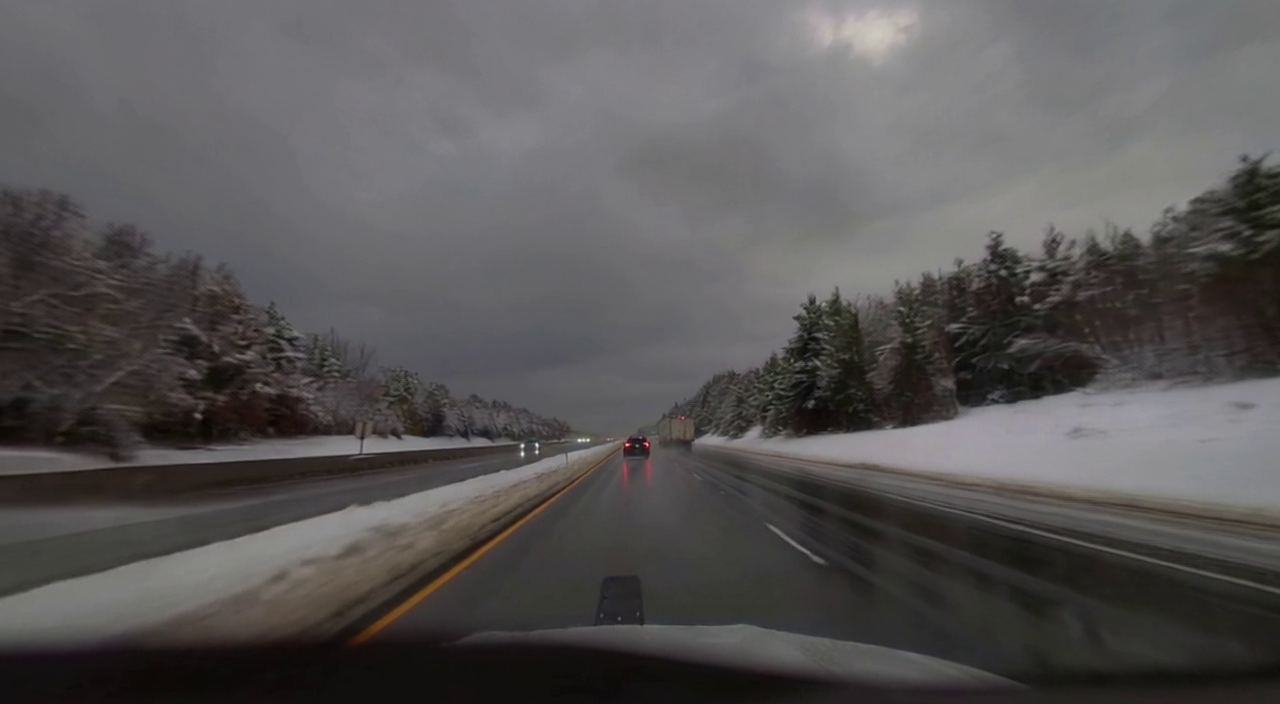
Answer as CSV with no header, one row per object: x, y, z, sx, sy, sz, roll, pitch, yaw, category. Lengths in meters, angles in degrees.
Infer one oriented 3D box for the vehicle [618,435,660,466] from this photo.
-0.047,5.006,32.180,2.004,1.472,4.075,0,-8,0,vehicle
